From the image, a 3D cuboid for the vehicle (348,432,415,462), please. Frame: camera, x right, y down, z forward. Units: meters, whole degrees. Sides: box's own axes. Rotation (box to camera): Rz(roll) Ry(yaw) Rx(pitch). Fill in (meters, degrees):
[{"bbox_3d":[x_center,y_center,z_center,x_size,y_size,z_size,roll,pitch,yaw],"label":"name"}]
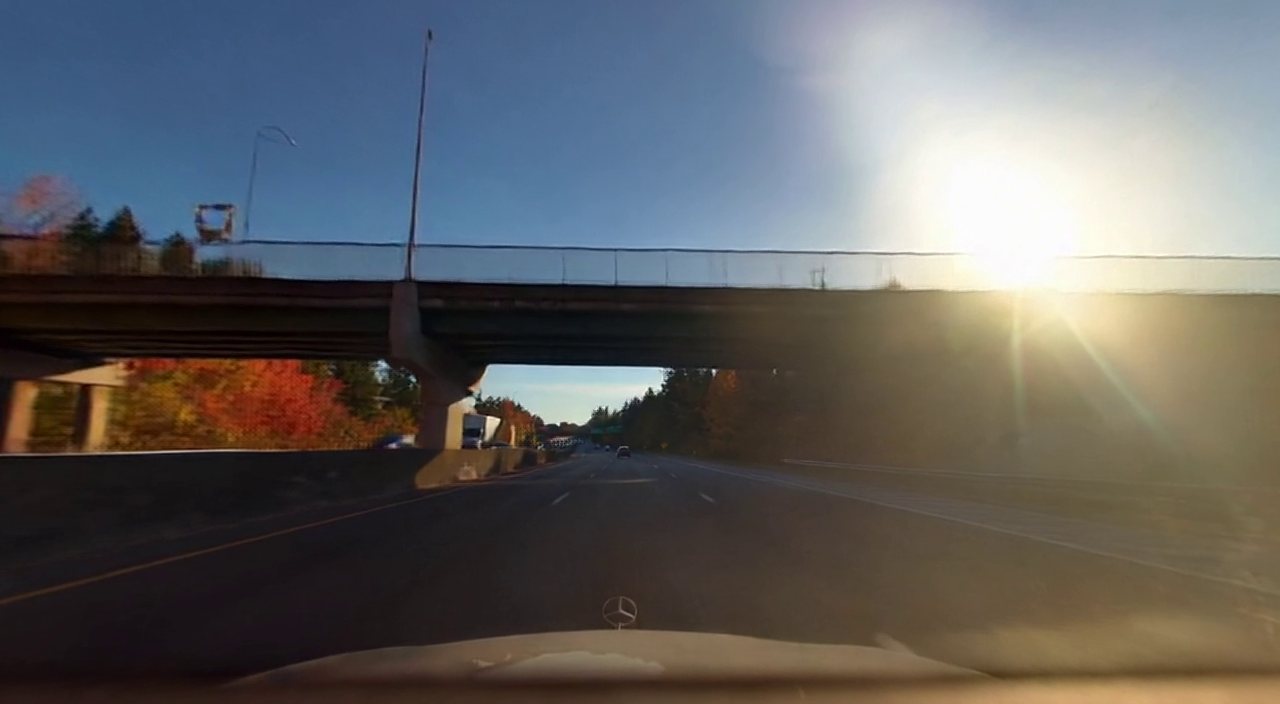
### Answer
[{"bbox_3d":[-13.793,5.100,33.640,1.863,1.504,4.065,0,-9,0],"label":"vehicle"}]
